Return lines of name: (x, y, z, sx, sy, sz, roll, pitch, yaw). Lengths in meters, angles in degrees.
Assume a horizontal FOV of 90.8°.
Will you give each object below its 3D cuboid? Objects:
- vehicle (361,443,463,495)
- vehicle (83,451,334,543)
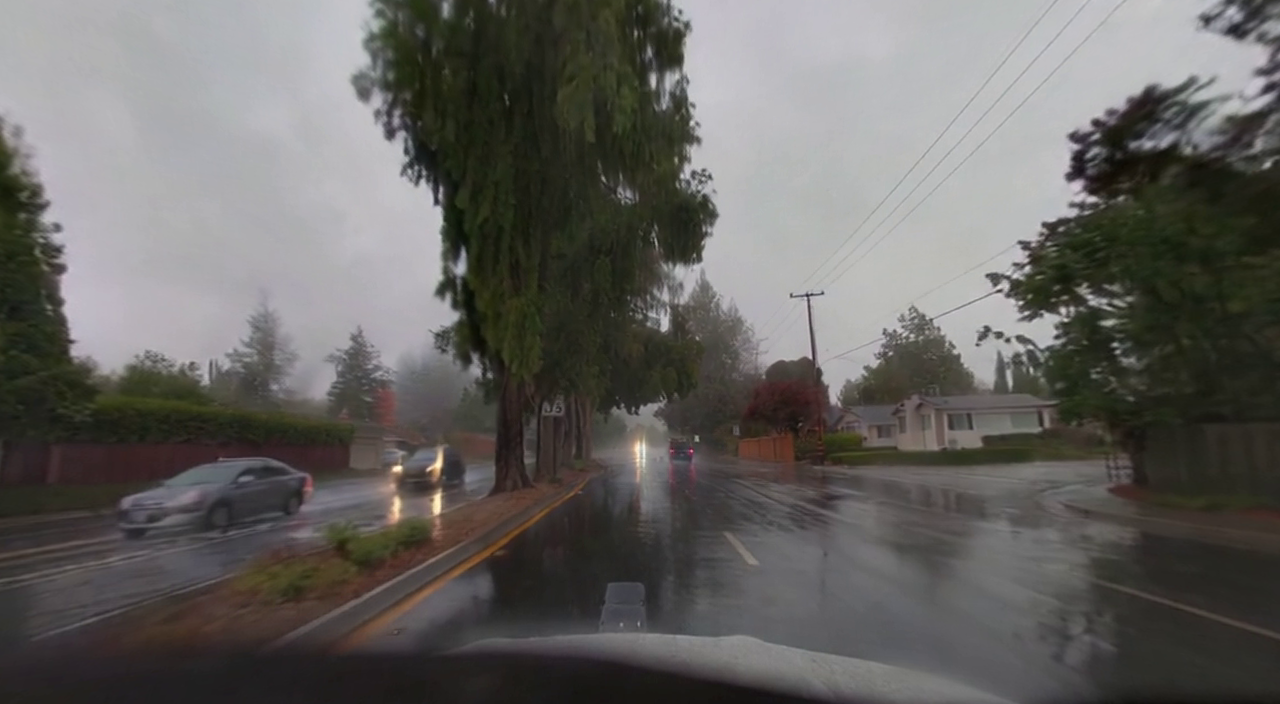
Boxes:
vehicle: (-8.390, 4.305, 23.739, 2.054, 1.746, 4.507, 0, -8, 1)
vehicle: (-8.375, 2.800, 12.927, 1.939, 1.469, 4.465, 0, -8, 1)
